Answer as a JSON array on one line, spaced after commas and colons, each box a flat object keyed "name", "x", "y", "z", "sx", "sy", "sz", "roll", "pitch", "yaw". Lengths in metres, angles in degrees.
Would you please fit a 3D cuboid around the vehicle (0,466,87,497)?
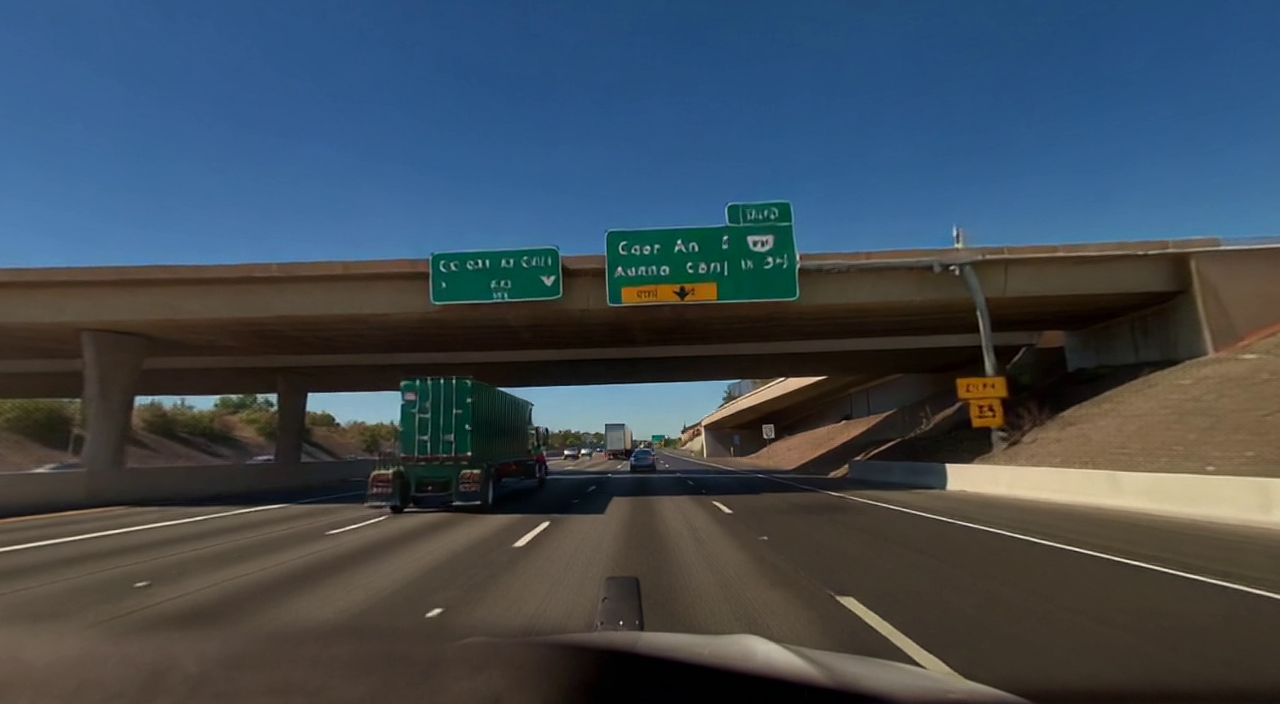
[{"name": "vehicle", "x": -34.514, "y": 7.306, "z": 35.740, "sx": 1.808, "sy": 1.504, "sz": 4.837, "roll": 0, "pitch": -9, "yaw": 1}]

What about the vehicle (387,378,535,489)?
[{"name": "vehicle", "x": -7.127, "y": 3.665, "z": 27.471, "sx": 3.067, "sy": 3.804, "sz": 11.136, "roll": 0, "pitch": -9, "yaw": 1}]

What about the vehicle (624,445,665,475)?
[{"name": "vehicle", "x": 0.209, "y": 5.734, "z": 33.729, "sx": 2.066, "sy": 1.469, "sz": 4.050, "roll": 0, "pitch": -9, "yaw": -1}]
